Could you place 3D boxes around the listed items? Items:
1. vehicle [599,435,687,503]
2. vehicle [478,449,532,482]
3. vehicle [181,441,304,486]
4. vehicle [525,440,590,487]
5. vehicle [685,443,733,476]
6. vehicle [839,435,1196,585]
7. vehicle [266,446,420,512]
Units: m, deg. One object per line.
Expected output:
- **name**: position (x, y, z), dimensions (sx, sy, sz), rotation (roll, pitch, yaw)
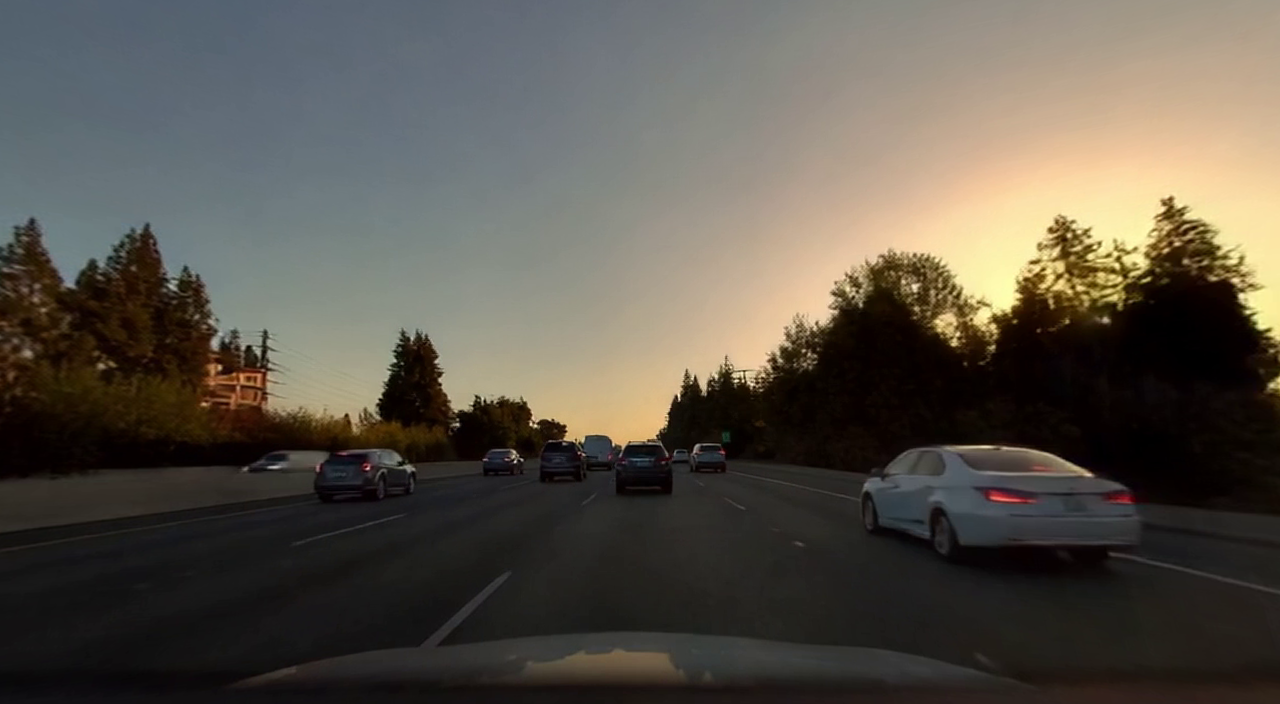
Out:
- **vehicle**: position (0.110, 3.297, 18.177), dimensions (2.223, 1.722, 4.177), rotation (0, -9, 1)
- **vehicle**: position (-7.109, 5.977, 33.559), dimensions (1.931, 1.617, 4.060), rotation (0, -9, 1)
- **vehicle**: position (-16.701, 4.688, 26.837), dimensions (2.096, 1.725, 4.835), rotation (0, -9, 0)
- **vehicle**: position (-3.421, 4.732, 27.056), dimensions (2.142, 1.808, 4.266), rotation (0, -9, 1)
- **vehicle**: position (3.959, 6.273, 37.076), dimensions (2.175, 1.830, 5.173), rotation (0, -9, -1)
- **vehicle**: position (4.536, 1.936, 8.700), dimensions (2.006, 1.474, 4.669), rotation (0, -9, 0)
- **vehicle**: position (-7.743, 3.312, 17.004), dimensions (1.927, 1.514, 4.474), rotation (0, -9, 0)
